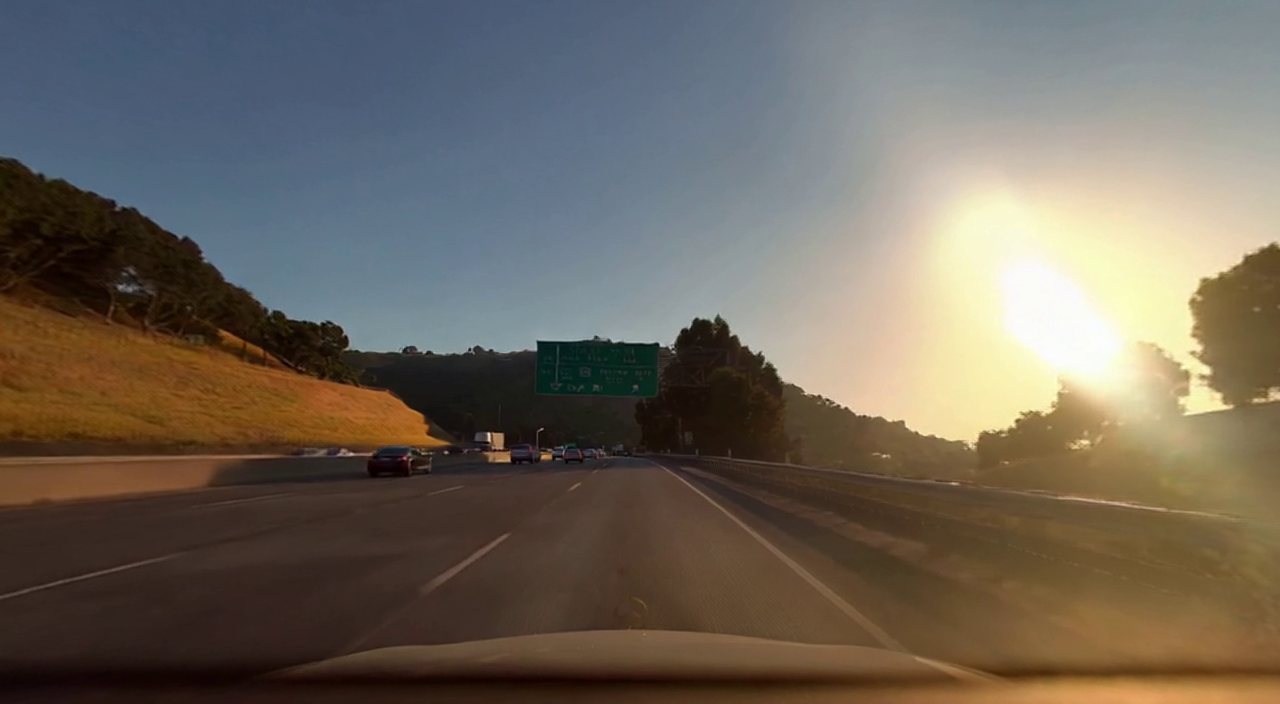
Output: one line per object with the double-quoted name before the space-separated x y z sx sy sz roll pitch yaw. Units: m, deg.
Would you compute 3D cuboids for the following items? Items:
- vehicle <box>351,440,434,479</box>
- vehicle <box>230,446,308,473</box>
"vehicle" -11.305 4.928 29.059 2.001 1.625 4.528 0 -9 0
"vehicle" -22.059 6.383 37.548 1.908 1.464 4.517 0 -9 0
